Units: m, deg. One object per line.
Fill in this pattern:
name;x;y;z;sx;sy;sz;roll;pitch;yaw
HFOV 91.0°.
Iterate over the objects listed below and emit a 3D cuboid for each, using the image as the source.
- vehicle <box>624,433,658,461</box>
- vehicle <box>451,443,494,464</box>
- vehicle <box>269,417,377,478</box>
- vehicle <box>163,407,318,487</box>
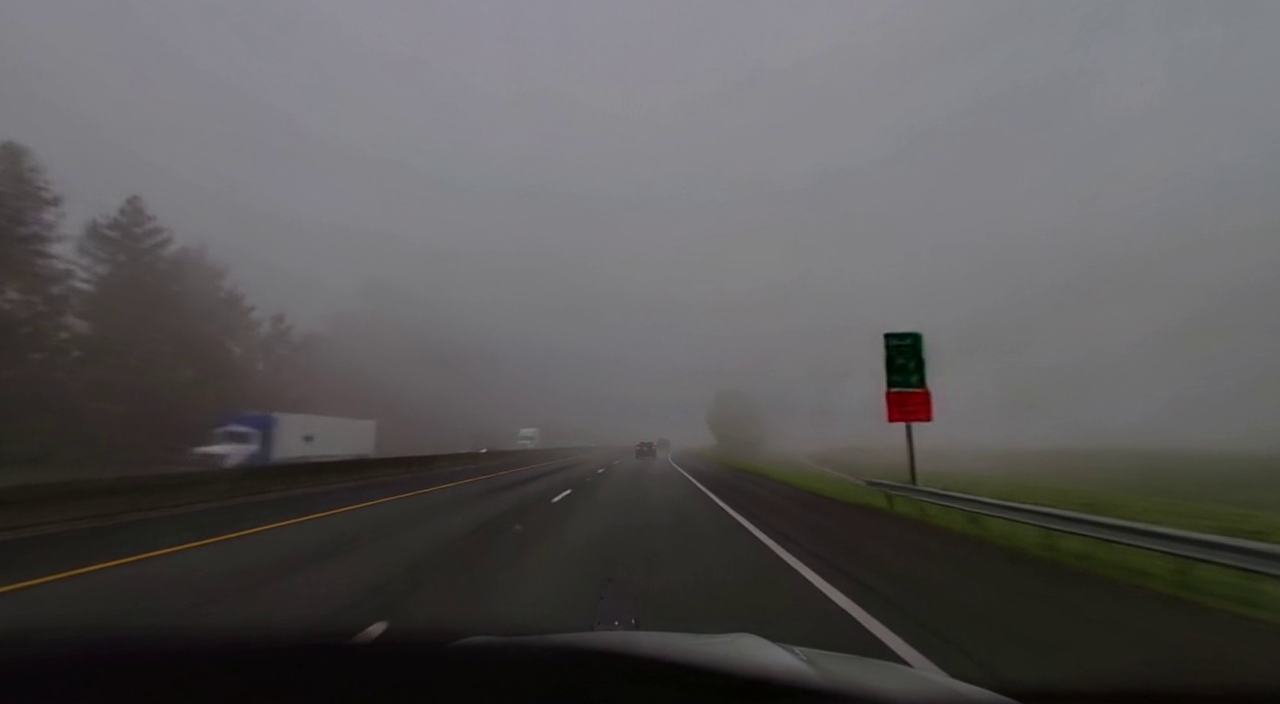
vehicle;0.090;6.566;43.701;2.188;1.825;4.282;-1;-8;1
vehicle;-12.645;7.678;47.878;1.935;1.490;4.367;-1;-8;2
vehicle;-17.842;5.431;35.973;2.761;3.164;6.270;-1;-8;1
vehicle;-17.996;4.344;29.024;2.670;3.221;6.504;-1;-8;2
